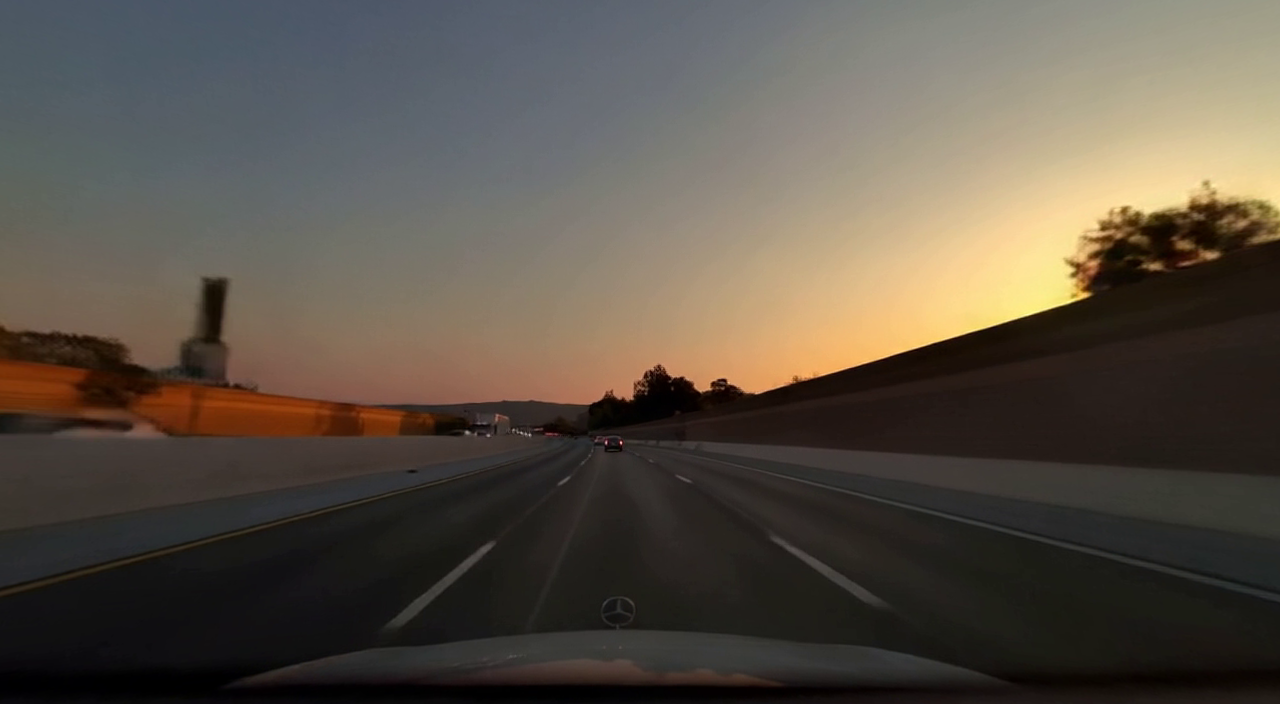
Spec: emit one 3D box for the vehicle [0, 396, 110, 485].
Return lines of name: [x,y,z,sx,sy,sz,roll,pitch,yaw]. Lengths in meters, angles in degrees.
vehicle: [-12.620,1.607,11.476,2.117,1.595,4.463,0,-7,-2]

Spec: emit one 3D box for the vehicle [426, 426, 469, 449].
vehicle: [-13.931,6.239,45.920,1.939,1.547,4.294,0,-8,-2]
